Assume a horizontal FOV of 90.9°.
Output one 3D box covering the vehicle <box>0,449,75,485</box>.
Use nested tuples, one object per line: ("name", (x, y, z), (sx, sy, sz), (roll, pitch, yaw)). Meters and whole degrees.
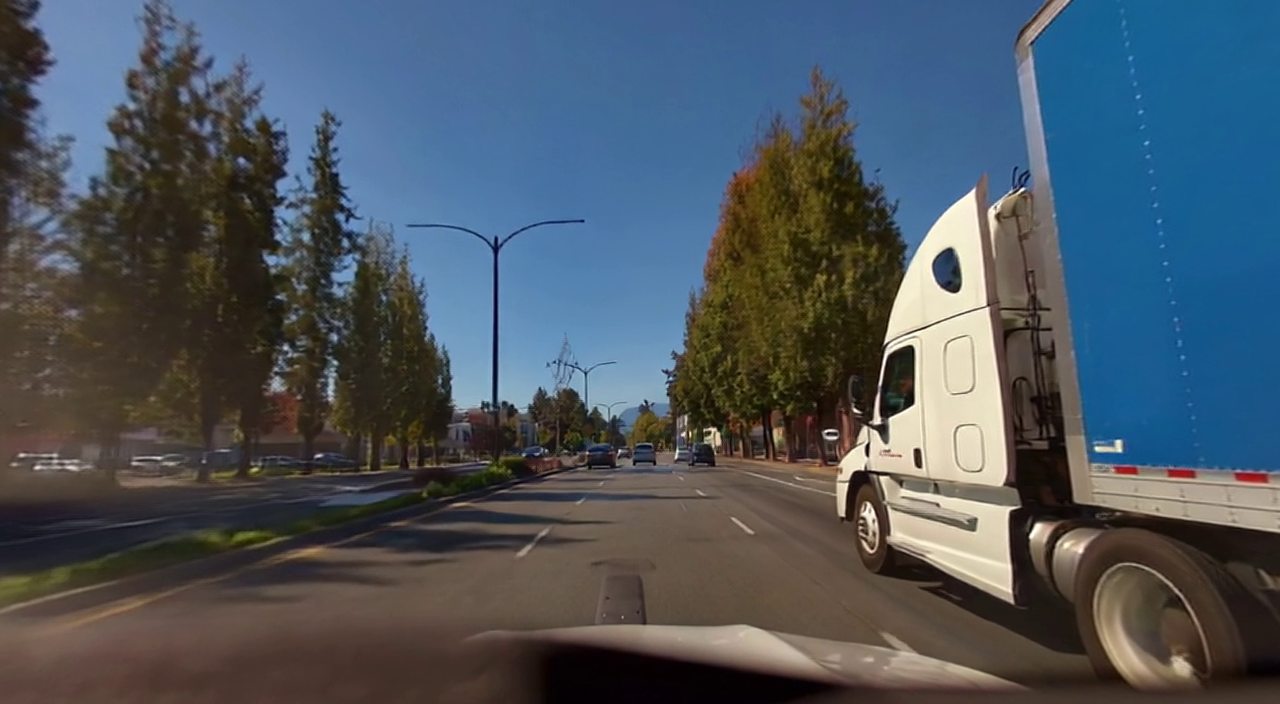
("vehicle", (-48.039, 9.029, 49.636), (2.215, 2.552, 5.160), (-2, -8, -1))

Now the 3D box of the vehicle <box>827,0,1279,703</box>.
("vehicle", (3.603, -0.218, 3.019), (3.006, 3.679, 8.506), (-1, -8, 2))

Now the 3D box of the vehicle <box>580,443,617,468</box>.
("vehicle", (-2.790, 7.103, 43.471), (2.211, 1.537, 4.666), (-1, -8, 1))

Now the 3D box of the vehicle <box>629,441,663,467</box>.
("vehicle", (0.419, 7.043, 43.802), (2.276, 1.704, 3.925), (-1, -8, 1))

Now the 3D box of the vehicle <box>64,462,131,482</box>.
("vehicle", (-42.846, 9.449, 49.858), (1.897, 1.429, 3.741), (-1, -8, 3))

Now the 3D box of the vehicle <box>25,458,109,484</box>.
("vehicle", (-45.291, 9.373, 49.990), (2.135, 1.791, 4.777), (-1, -8, 1))

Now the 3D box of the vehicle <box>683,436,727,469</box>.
("vehicle", (3.952, 6.209, 39.142), (2.196, 1.908, 4.412), (0, -8, -1))
